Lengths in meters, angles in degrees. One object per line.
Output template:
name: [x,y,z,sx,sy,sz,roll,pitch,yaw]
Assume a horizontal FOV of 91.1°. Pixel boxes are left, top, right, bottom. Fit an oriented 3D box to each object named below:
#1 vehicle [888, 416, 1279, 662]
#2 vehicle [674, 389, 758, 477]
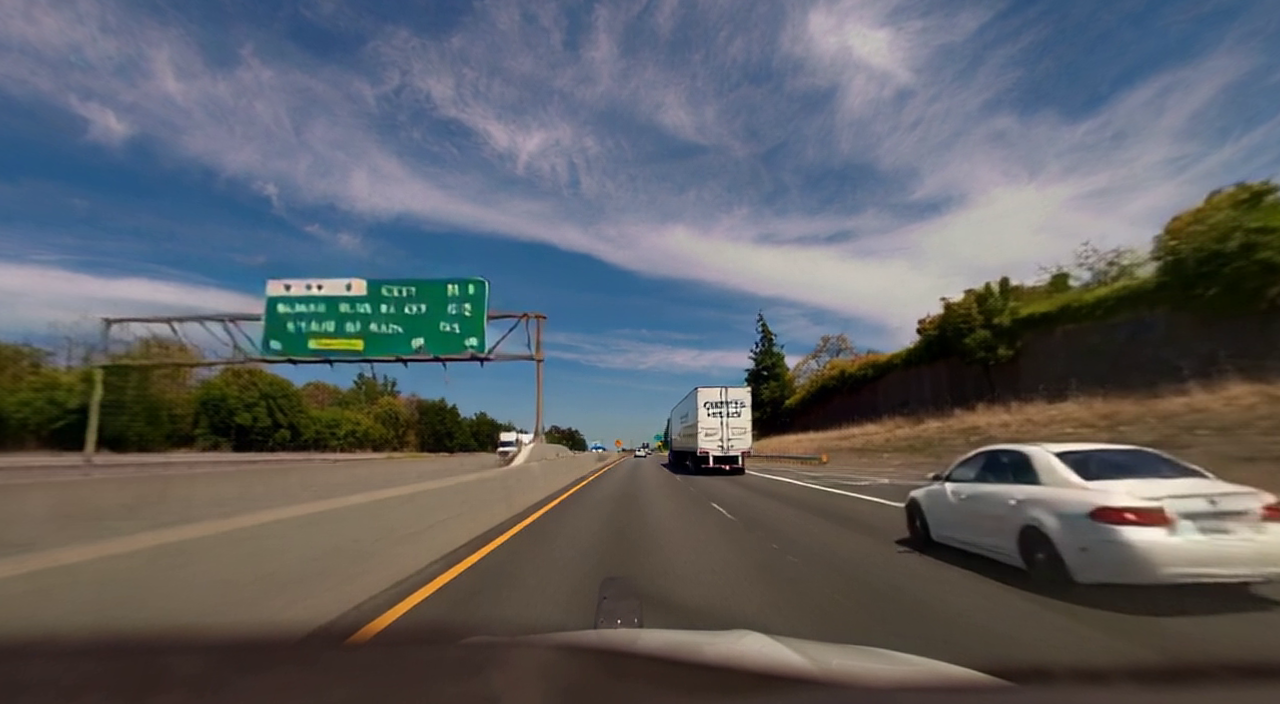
vehicle: [4.191,1.460,5.954,1.917,1.471,4.149,0,-9,-1]
vehicle: [3.926,4.878,36.360,2.926,4.060,14.068,0,-9,-1]
